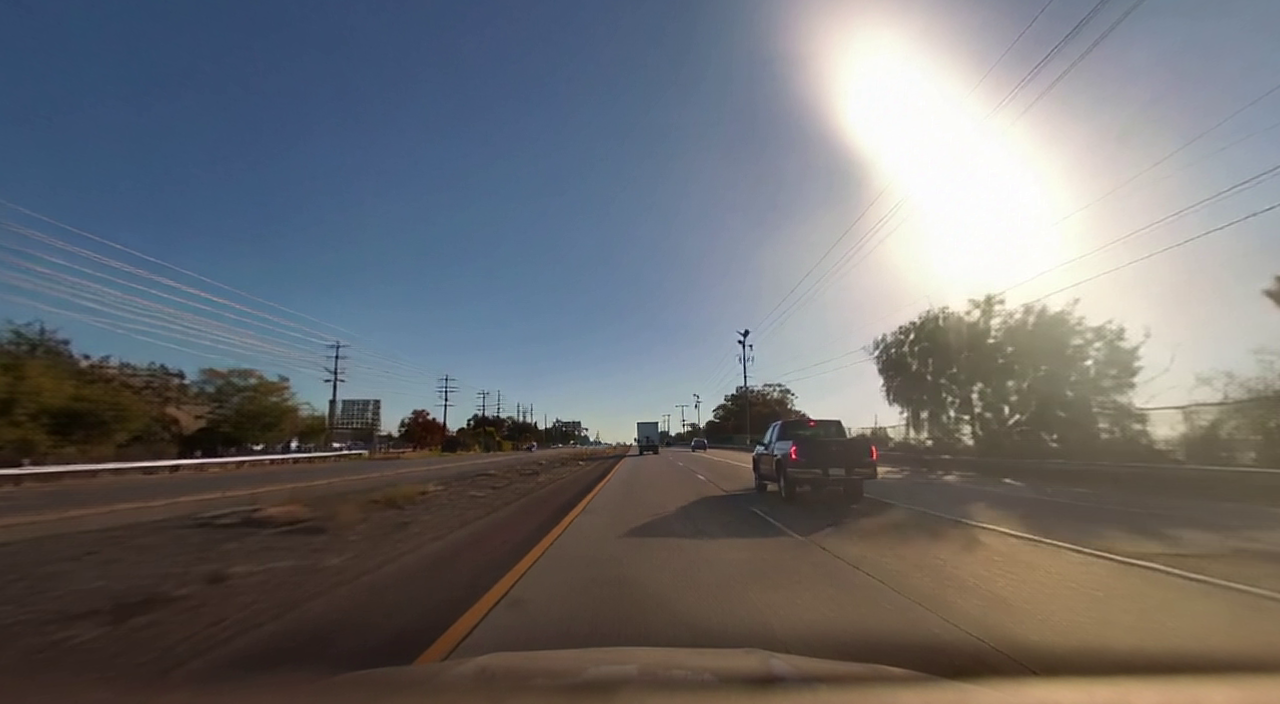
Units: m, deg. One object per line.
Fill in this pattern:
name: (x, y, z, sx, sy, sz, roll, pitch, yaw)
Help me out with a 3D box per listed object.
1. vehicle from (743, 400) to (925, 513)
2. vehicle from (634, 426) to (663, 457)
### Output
vehicle: (4.201, 2.425, 15.049, 2.594, 2.155, 5.670, 0, -8, 1)
vehicle: (0.614, 6.848, 48.159, 2.099, 2.260, 4.899, 0, -8, 0)
